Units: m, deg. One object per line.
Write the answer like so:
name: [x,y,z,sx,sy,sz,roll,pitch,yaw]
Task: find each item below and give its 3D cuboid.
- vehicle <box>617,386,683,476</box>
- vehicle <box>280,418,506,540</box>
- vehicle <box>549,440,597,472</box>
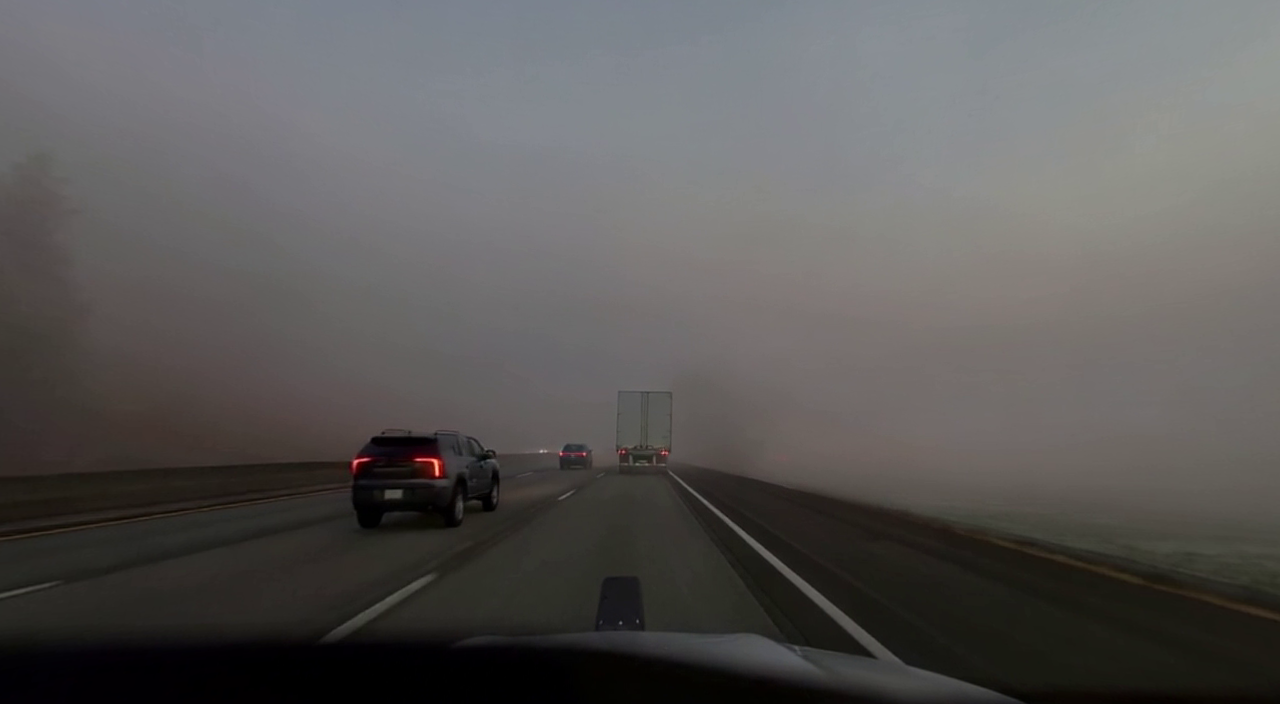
vehicle: [0.394,4.491,34.714,3.052,4.132,11.336,0,-9,-1]
vehicle: [-4.102,2.216,11.629,2.140,1.750,4.901,0,-9,1]
vehicle: [-4.028,6.351,38.779,2.285,1.833,4.984,0,-9,1]
